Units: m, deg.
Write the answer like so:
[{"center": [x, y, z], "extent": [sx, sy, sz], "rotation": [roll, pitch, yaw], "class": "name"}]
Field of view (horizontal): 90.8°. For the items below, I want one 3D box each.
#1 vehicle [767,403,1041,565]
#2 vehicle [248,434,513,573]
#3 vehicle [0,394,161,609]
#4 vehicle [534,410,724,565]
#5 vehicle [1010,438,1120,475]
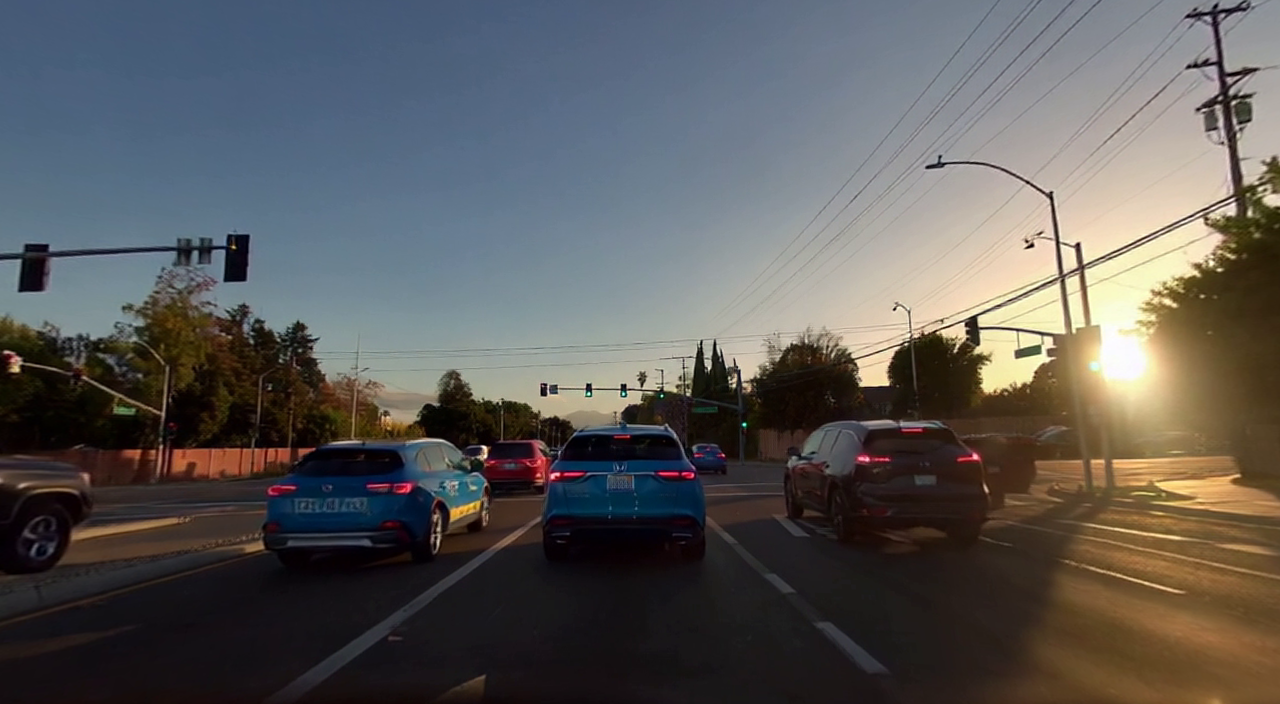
[{"center": [3.425, 1.816, 9.415], "extent": [1.999, 1.789, 4.583], "rotation": [0, -9, -1], "class": "vehicle"}, {"center": [-3.221, 1.959, 9.033], "extent": [1.881, 1.466, 4.484], "rotation": [0, -9, 0], "class": "vehicle"}, {"center": [-6.497, 1.177, 4.754], "extent": [2.116, 1.812, 4.609], "rotation": [0, -9, 0], "class": "vehicle"}, {"center": [-0.108, 1.822, 9.156], "extent": [2.111, 1.712, 4.078], "rotation": [0, -9, 1], "class": "vehicle"}, {"center": [18.352, 4.486, 27.255], "extent": [4.218, 1.458, 1.905], "rotation": [4, -9, -25], "class": "vehicle"}]
